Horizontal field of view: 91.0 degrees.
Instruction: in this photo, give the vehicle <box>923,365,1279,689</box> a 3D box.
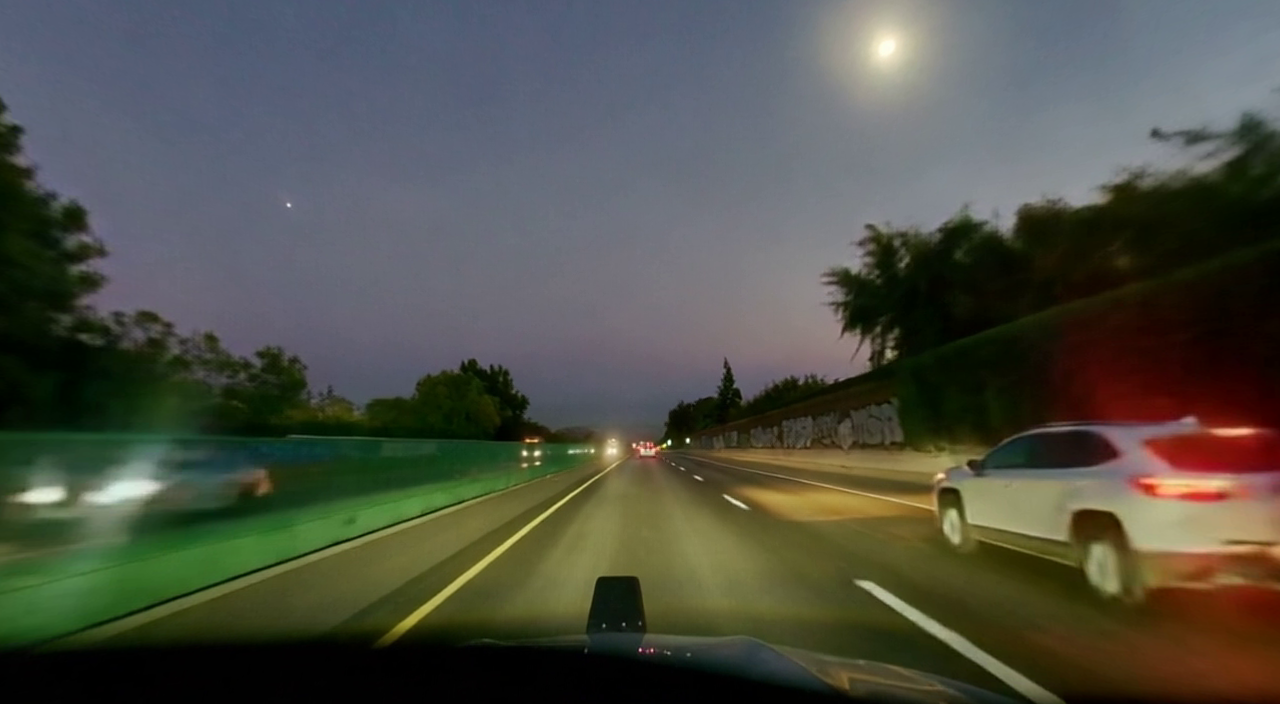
[{"bbox_3d":[4.514,1.221,5.306,2.161,1.717,4.440,0,-8,0],"label":"vehicle"}]
